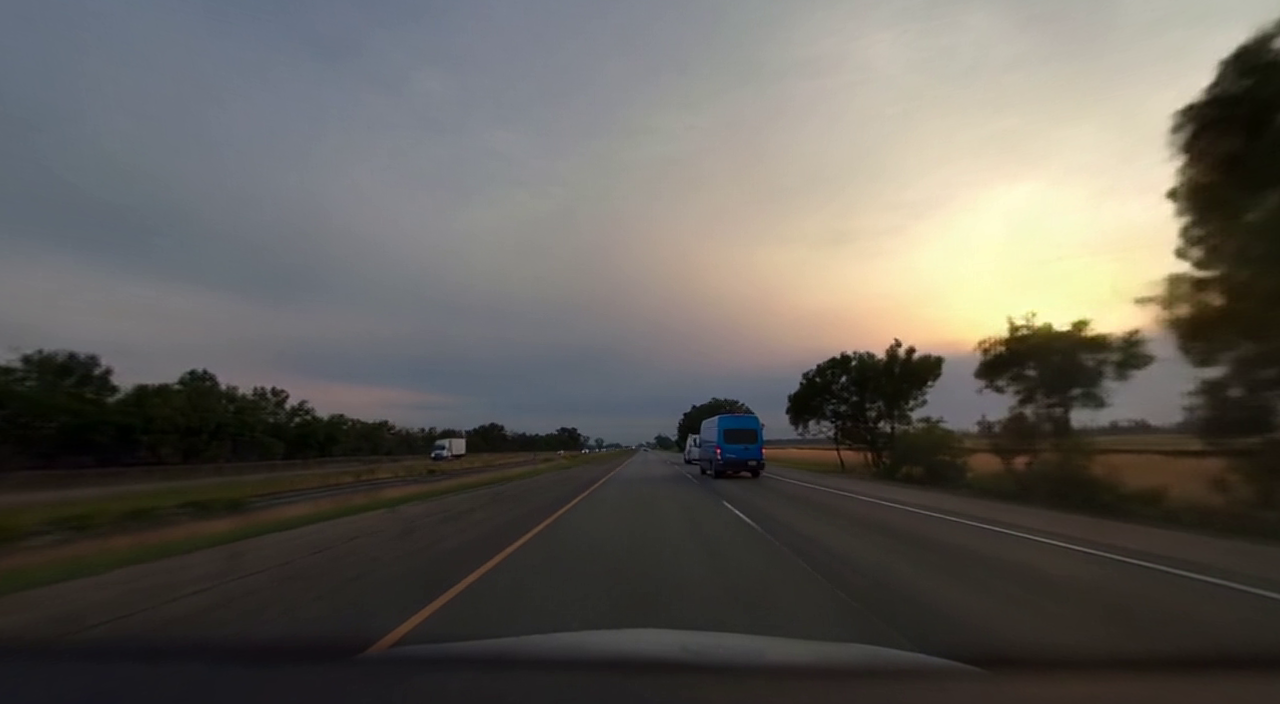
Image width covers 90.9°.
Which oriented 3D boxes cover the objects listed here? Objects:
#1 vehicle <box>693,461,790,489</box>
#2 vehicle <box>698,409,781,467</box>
[{"bbox_3d":[3.845,4.877,25.404,2.702,0.824,6.391,0,-9,-2],"label":"vehicle"},{"bbox_3d":[3.840,3.528,25.505,2.444,2.053,5.616,-1,-9,0],"label":"vehicle"}]
